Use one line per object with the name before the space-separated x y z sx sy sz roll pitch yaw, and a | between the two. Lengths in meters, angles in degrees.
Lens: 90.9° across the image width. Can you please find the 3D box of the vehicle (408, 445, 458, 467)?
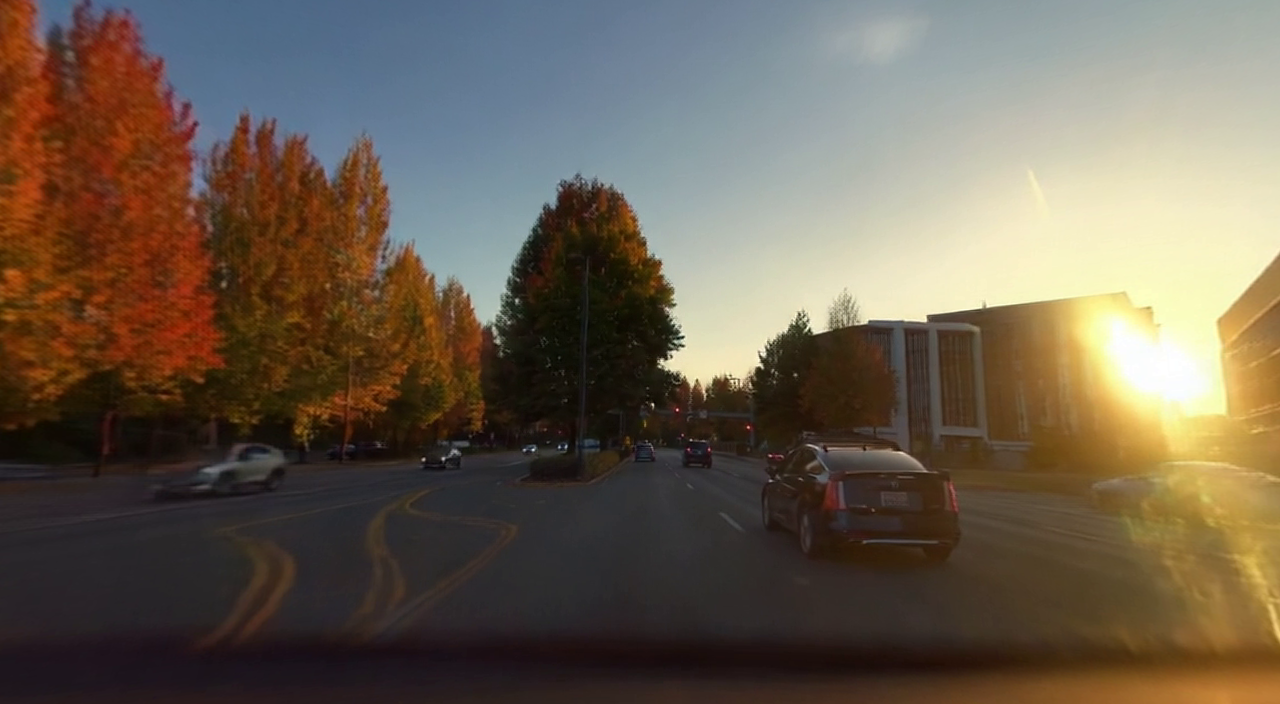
vehicle | -14.810 7.455 45.325 1.978 1.443 4.678 0 -8 0

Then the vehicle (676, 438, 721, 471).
vehicle | 3.461 6.171 38.228 2.154 1.844 4.634 0 -8 -1

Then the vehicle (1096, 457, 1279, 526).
vehicle | 15.283 3.727 17.234 4.398 1.634 2.031 -6 -10 35

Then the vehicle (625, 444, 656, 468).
vehicle | 0.026 6.866 41.671 1.991 1.477 3.814 0 -8 0

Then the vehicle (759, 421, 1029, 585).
vehicle | 2.938 1.809 8.374 1.901 1.634 3.896 0 -8 -1

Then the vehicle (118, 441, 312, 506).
vehicle | -11.105 3.172 17.000 1.969 1.488 4.612 0 -8 0
